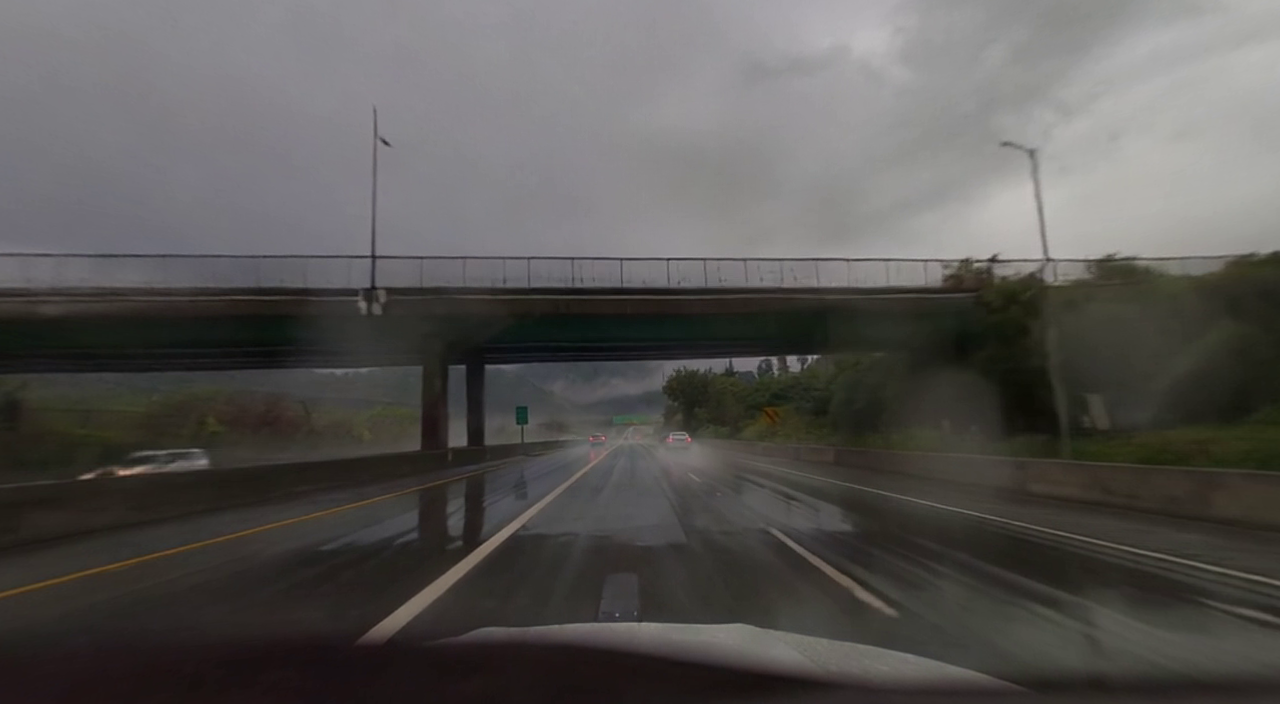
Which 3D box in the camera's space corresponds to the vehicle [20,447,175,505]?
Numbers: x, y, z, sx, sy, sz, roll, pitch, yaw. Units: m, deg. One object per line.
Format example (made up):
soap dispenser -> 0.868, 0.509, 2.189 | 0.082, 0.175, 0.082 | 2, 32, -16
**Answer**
vehicle -> -20.133, 4.573, 23.719 | 1.933, 1.867, 4.408 | 0, -8, -1
